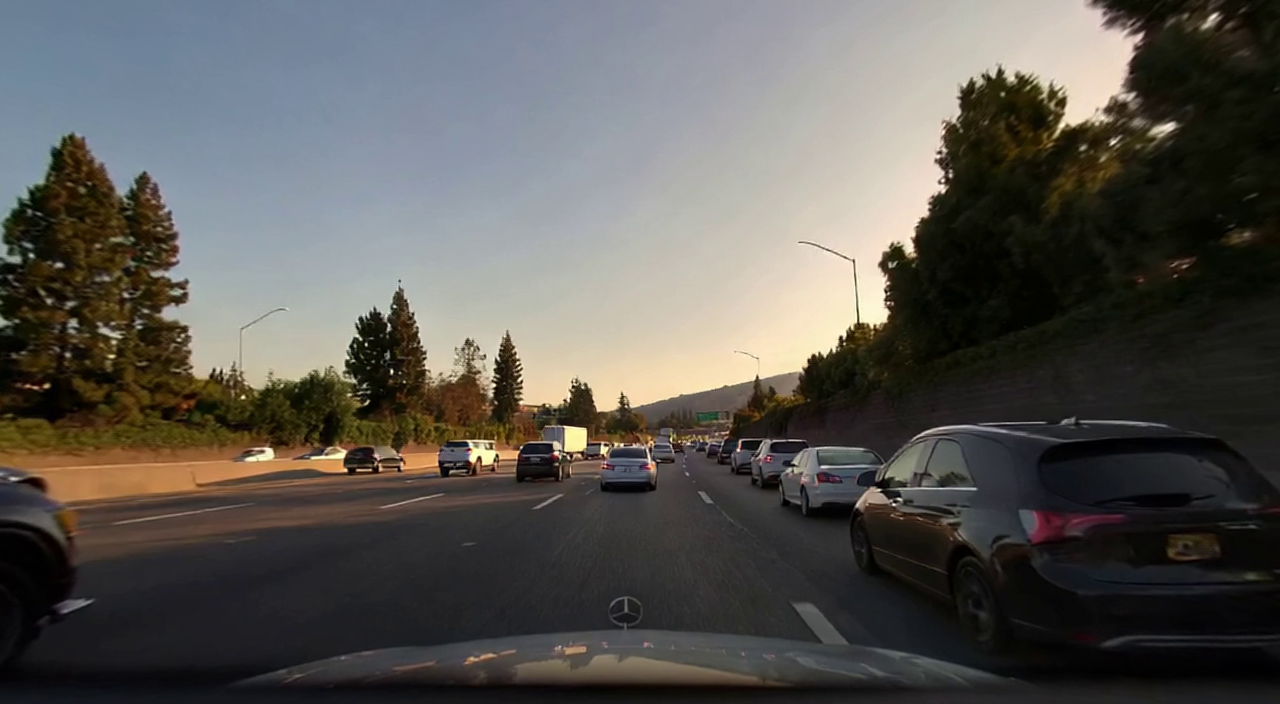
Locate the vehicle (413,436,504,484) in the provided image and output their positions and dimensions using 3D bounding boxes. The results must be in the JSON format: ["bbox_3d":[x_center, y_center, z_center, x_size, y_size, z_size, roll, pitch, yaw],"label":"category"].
[{"bbox_3d":[-6.903,4.159,24.552,2.023,1.693,4.386,-1,-8,3],"label":"vehicle"}]

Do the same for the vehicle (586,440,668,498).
[{"bbox_3d":[-0.278,3.275,18.042,2.070,1.456,4.029,0,-8,2],"label":"vehicle"}]

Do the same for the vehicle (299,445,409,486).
[{"bbox_3d":[-11.292,4.471,25.362,1.903,1.460,4.958,0,-8,3],"label":"vehicle"}]

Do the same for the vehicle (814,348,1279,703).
[{"bbox_3d":[2.800,1.144,4.204,1.964,1.631,4.837,0,-8,1],"label":"vehicle"}]

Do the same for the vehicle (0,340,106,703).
[{"bbox_3d":[-4.165,0.523,0.742,2.110,1.811,5.585,0,-8,1],"label":"vehicle"}]

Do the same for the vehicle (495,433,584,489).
[{"bbox_3d":[-3.345,3.748,22.061,2.153,1.726,4.546,-1,-8,3],"label":"vehicle"}]
